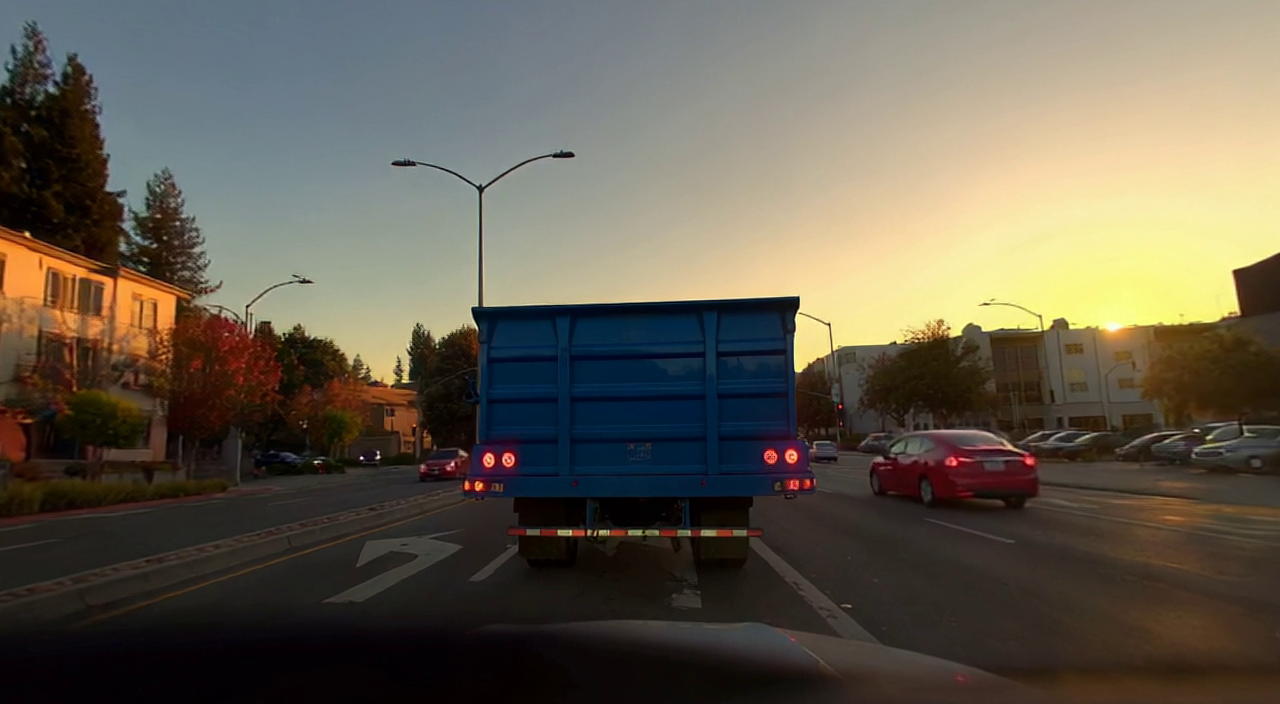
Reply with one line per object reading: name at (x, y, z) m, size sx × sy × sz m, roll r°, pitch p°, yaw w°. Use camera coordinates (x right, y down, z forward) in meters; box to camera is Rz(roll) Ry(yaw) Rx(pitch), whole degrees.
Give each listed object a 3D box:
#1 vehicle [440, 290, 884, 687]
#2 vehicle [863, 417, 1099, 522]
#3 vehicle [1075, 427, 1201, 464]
vehicle at (0.263, 1.310, 7.397) m, size 2.650 × 2.391 × 7.008 m, roll -1°, pitch -8°, yaw 3°
vehicle at (6.905, 2.438, 13.659) m, size 2.363 × 1.825 × 4.989 m, roll -1°, pitch -8°, yaw 1°
vehicle at (23.150, 4.373, 29.438) m, size 4.171 × 1.614 × 1.894 m, roll -1°, pitch -8°, yaw 1°
